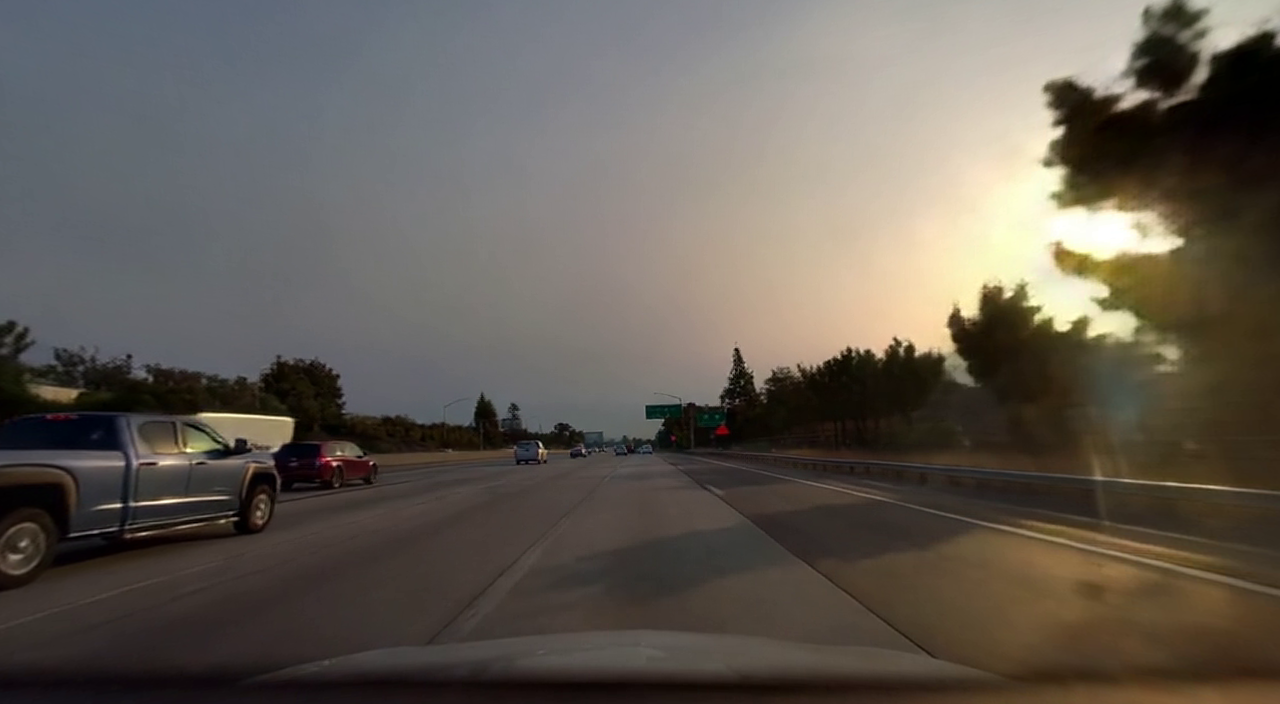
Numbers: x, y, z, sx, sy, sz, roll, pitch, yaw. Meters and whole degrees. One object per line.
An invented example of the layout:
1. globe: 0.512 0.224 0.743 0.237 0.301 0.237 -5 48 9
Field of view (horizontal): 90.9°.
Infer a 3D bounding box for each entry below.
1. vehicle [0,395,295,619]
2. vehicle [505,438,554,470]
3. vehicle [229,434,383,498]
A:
1. vehicle: -6.312 1.389 6.104 2.403 1.773 6.276 0 -8 0
2. vehicle: -6.318 5.880 36.589 2.009 1.735 4.358 0 -8 1
3. vehicle: -9.691 3.321 18.818 2.060 1.662 4.469 0 -8 1
